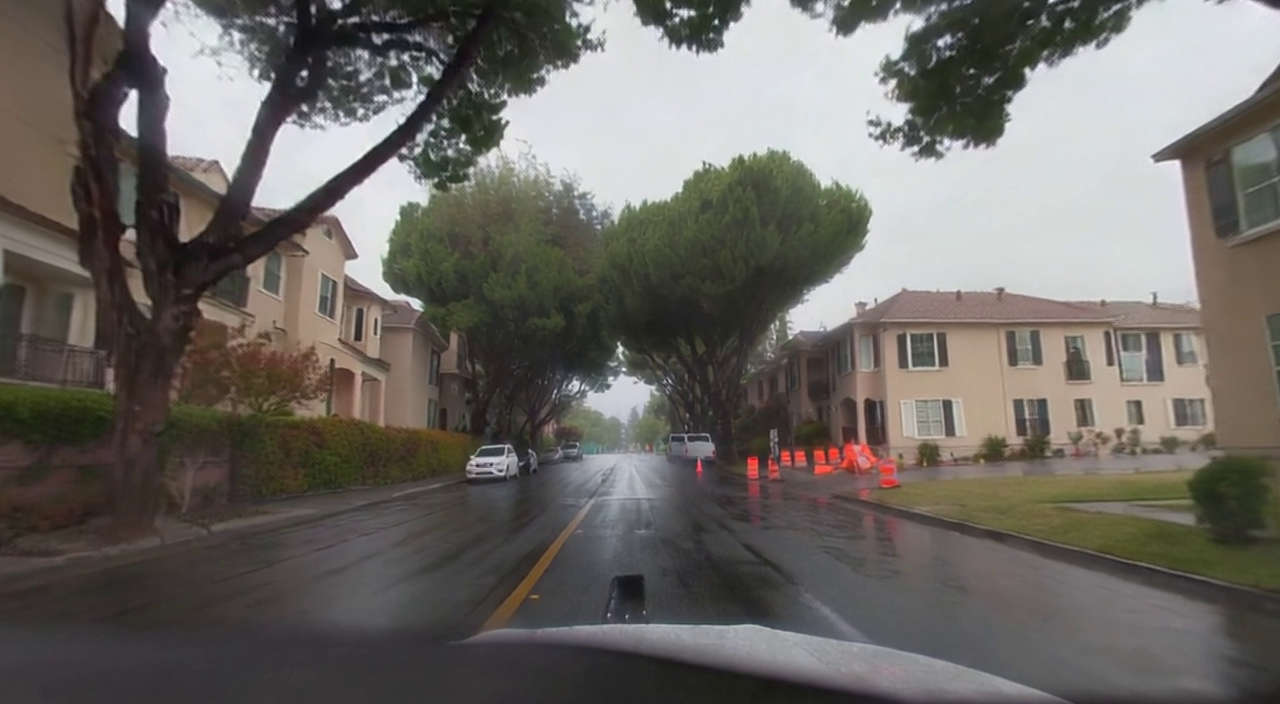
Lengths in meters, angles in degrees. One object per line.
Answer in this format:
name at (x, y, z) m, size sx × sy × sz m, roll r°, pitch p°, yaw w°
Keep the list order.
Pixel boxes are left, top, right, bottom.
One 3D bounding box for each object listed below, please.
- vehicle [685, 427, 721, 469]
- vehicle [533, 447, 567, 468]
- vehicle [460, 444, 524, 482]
vehicle at (3.920, 6.084, 40.023) m, size 2.082 × 2.534 × 3.248 m, roll -1°, pitch -8°, yaw 3°
vehicle at (-6.861, 8.077, 48.543) m, size 1.974 × 1.479 × 4.607 m, roll 0°, pitch -9°, yaw 0°
vehicle at (-6.724, 5.078, 29.187) m, size 1.957 × 1.608 × 4.476 m, roll 0°, pitch -9°, yaw -1°
